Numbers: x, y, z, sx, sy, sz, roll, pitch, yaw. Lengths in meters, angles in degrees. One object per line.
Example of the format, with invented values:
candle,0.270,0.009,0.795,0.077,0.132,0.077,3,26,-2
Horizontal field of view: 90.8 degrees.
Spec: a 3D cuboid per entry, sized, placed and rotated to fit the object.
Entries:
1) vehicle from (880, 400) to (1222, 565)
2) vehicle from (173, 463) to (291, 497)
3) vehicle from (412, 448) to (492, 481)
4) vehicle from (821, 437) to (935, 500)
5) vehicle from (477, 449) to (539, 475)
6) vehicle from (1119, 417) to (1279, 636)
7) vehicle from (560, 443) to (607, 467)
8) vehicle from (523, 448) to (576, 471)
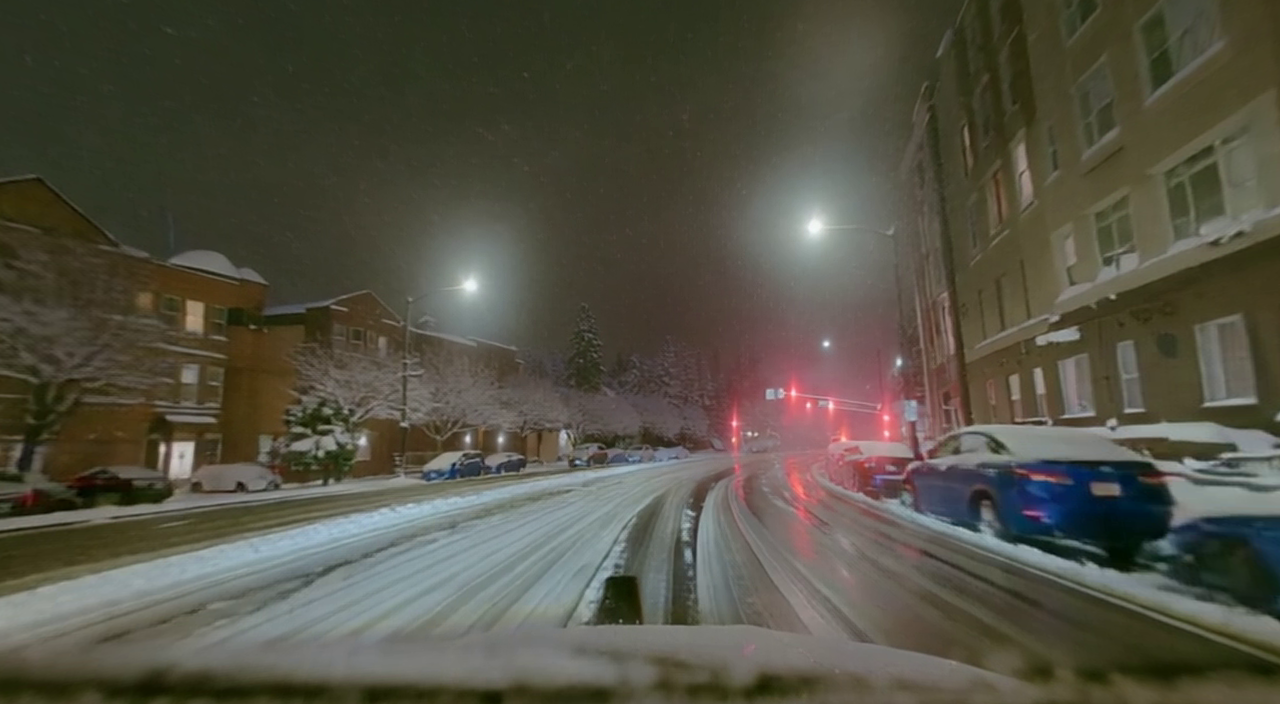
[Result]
vehicle,5.558,1.828,9.683,2.041,1.811,5.168,-1,-8,4
vehicle,-18.837,5.901,29.253,4.178,1.407,2.012,-1,-9,8
vehicle,-9.389,5.630,31.956,1.882,1.508,4.476,-2,-9,13
vehicle,6.421,3.172,17.674,1.977,1.497,4.680,-1,-8,8
vehicle,-7.906,6.617,38.338,1.841,1.444,4.554,-2,-9,15
vehicle,5.446,1.111,3.607,1.879,1.542,4.693,0,-8,3
vehicle,-4.306,7.946,48.978,1.933,1.759,5.002,-3,-9,16
vehicle,-6.215,7.422,44.020,1.811,1.459,4.702,-3,-9,17
